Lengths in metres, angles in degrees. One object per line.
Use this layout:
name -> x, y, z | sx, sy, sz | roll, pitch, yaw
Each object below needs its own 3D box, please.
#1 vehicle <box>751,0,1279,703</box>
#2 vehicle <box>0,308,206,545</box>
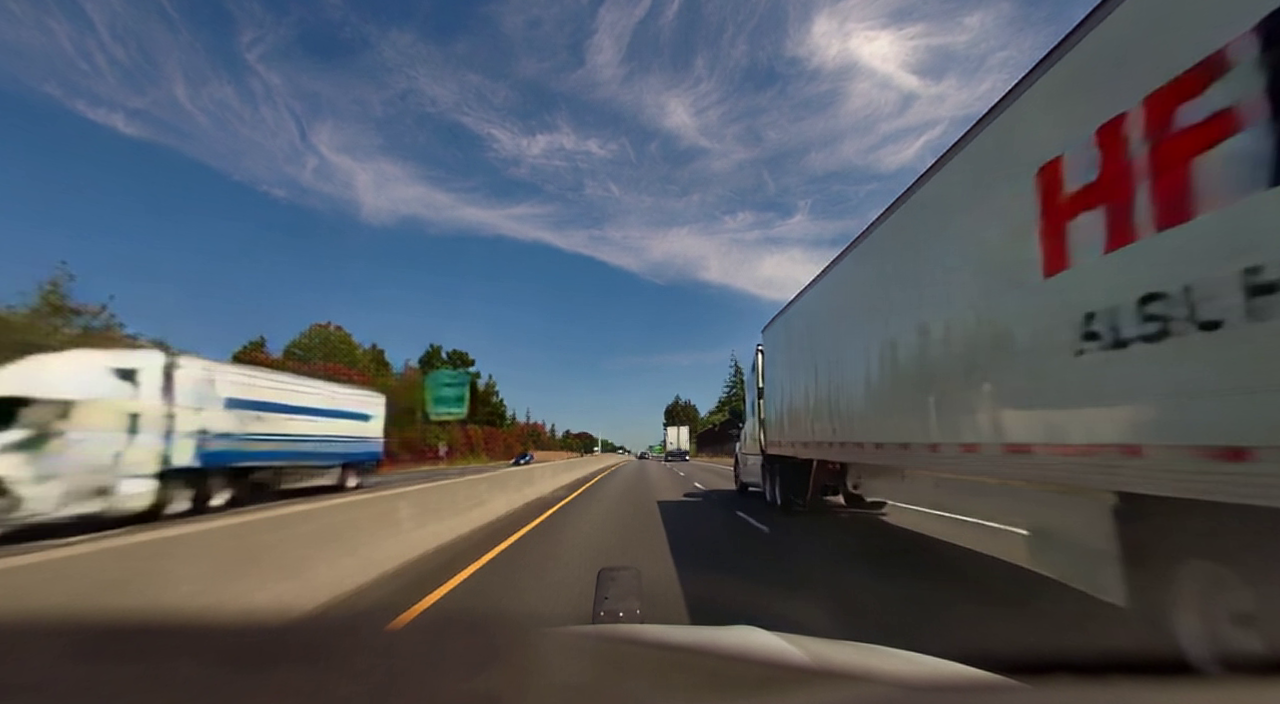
vehicle -> 4.115, 0.383, 7.065 | 2.926, 4.060, 14.068 | 0, -9, -1
vehicle -> -12.349, 1.562, 12.526 | 3.006, 3.972, 5.785 | 0, -9, 0
